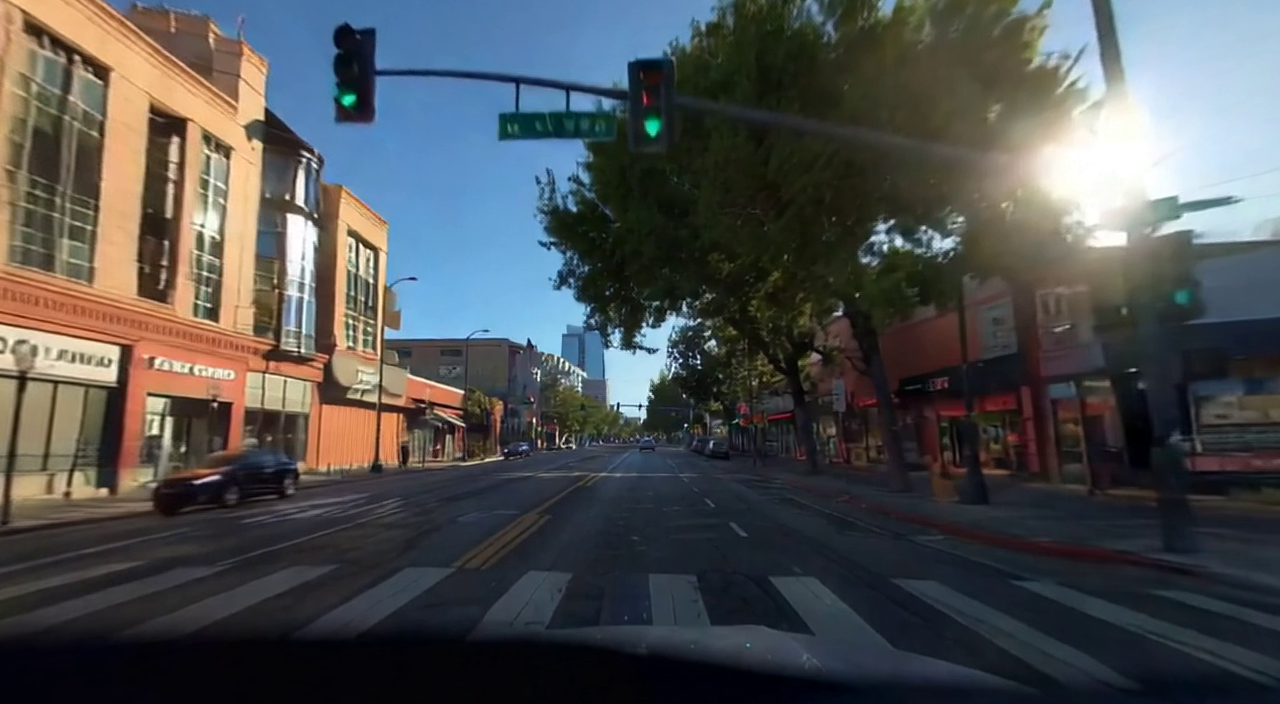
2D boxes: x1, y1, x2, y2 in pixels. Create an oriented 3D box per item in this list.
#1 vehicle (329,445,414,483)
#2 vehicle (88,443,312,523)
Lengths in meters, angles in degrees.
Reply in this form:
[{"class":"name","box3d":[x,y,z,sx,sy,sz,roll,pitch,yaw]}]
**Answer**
[{"class":"vehicle","box3d":[-12.057,5.044,28.610,1.960,1.554,4.050,0,-8,1]},{"class":"vehicle","box3d":[-9.263,2.744,13.794,1.913,1.457,4.048,0,-8,1]}]
